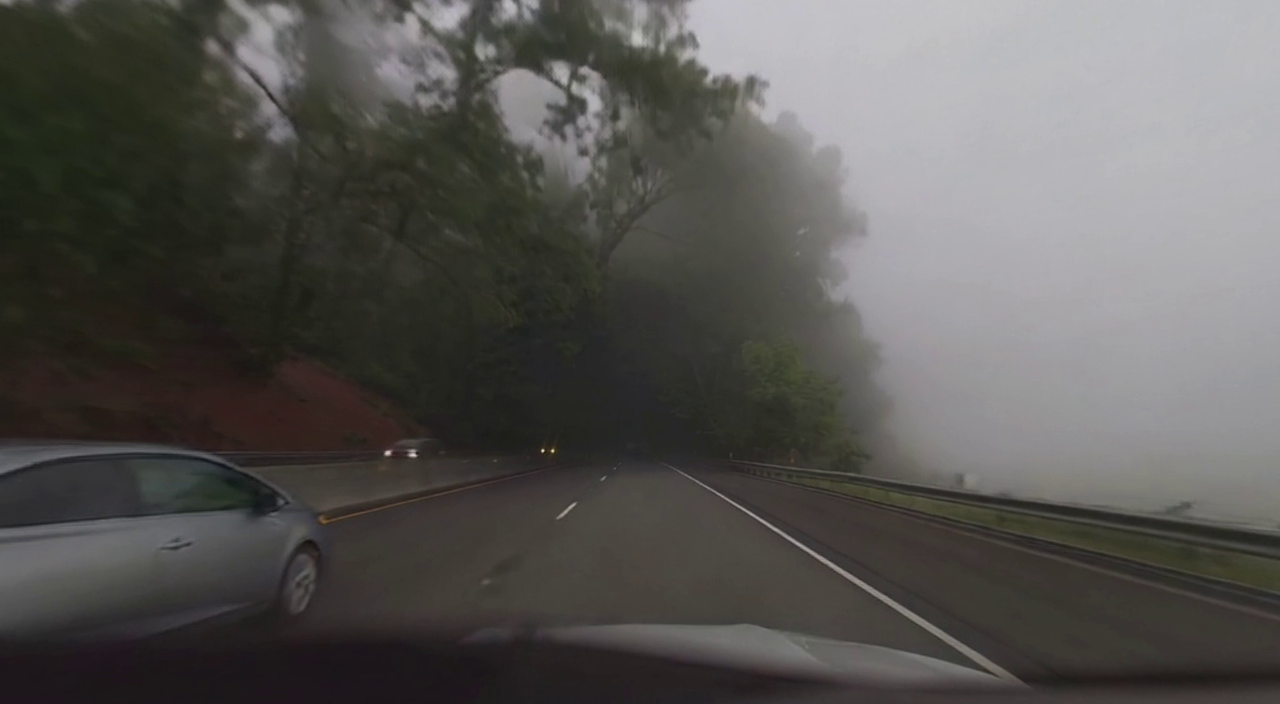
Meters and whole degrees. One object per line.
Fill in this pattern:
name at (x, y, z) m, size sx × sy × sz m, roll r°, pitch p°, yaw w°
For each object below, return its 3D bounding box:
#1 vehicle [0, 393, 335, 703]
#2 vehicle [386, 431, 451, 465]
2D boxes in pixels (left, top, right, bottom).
vehicle at (-3.439, 0.981, 2.753) m, size 1.977 × 1.520 × 4.361 m, roll 0°, pitch -9°, yaw 1°
vehicle at (-12.584, 5.494, 36.175) m, size 2.006 × 1.802 × 4.720 m, roll 0°, pitch -9°, yaw 0°
